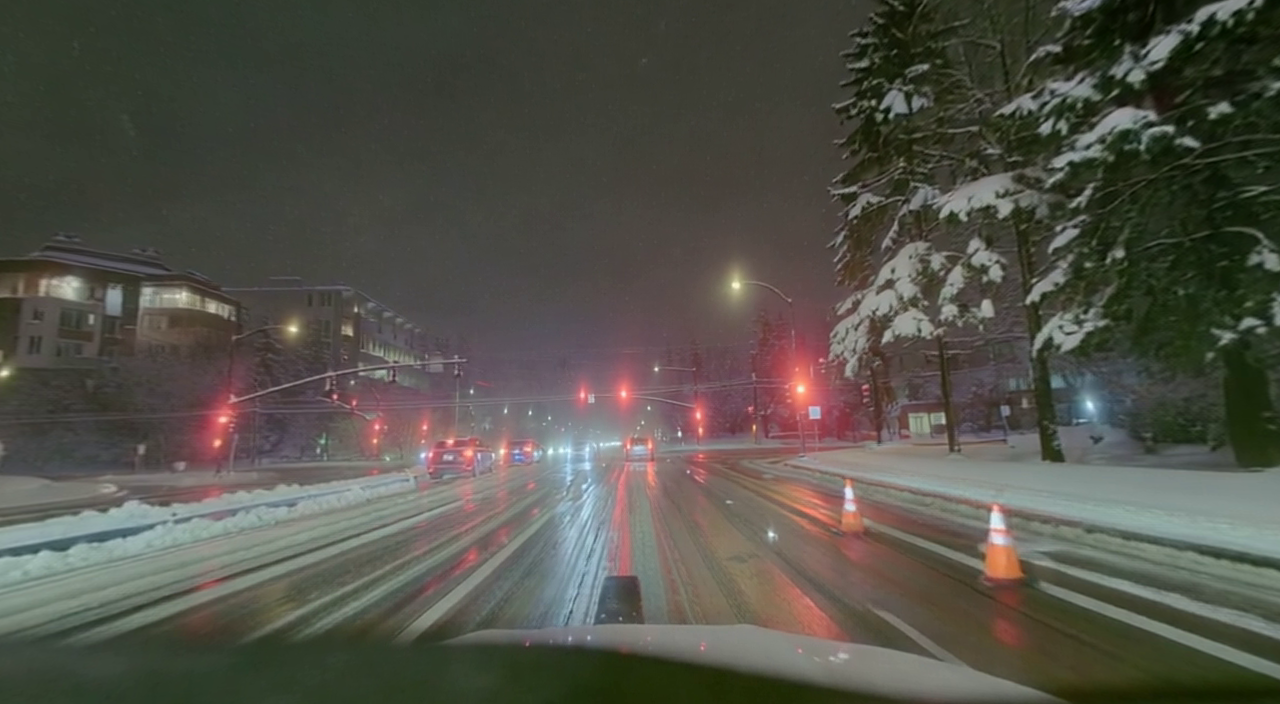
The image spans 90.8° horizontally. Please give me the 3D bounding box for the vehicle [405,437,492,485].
[{"bbox_3d":[-6.876,3.942,23.108,1.869,1.570,4.064,0,-8,0],"label":"vehicle"}]

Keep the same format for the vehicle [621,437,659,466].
[{"bbox_3d":[-0.002,5.513,35.158,1.985,1.521,3.968,0,-8,1],"label":"vehicle"}]

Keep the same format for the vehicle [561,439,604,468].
[{"bbox_3d":[-3.109,5.574,34.816,1.946,1.437,4.154,0,-8,1],"label":"vehicle"}]

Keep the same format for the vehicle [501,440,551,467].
[{"bbox_3d":[-6.654,5.995,37.445,2.074,1.447,4.224,0,-8,2],"label":"vehicle"}]
